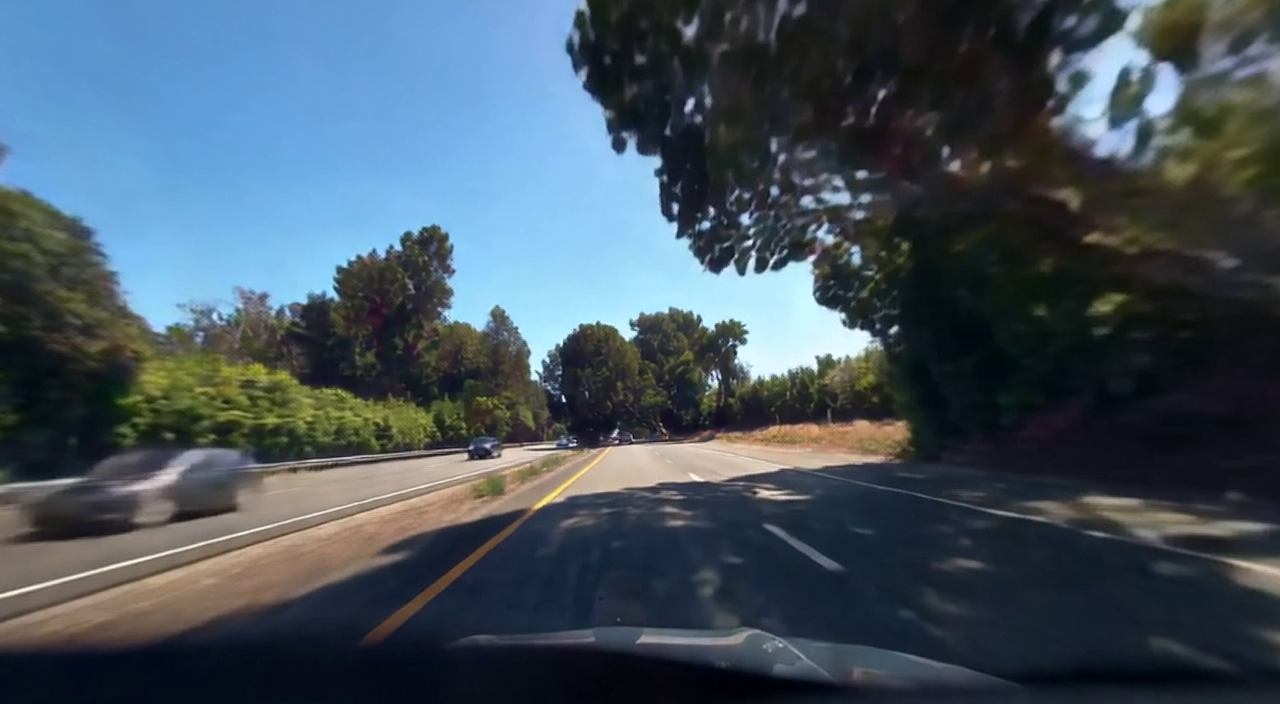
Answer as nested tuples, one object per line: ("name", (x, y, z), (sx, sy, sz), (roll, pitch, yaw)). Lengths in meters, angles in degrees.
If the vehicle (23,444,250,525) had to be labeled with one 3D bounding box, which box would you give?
("vehicle", (-13.057, 3.402, 16.775), (2.765, 1.836, 3.942), (0, -8, -1))
